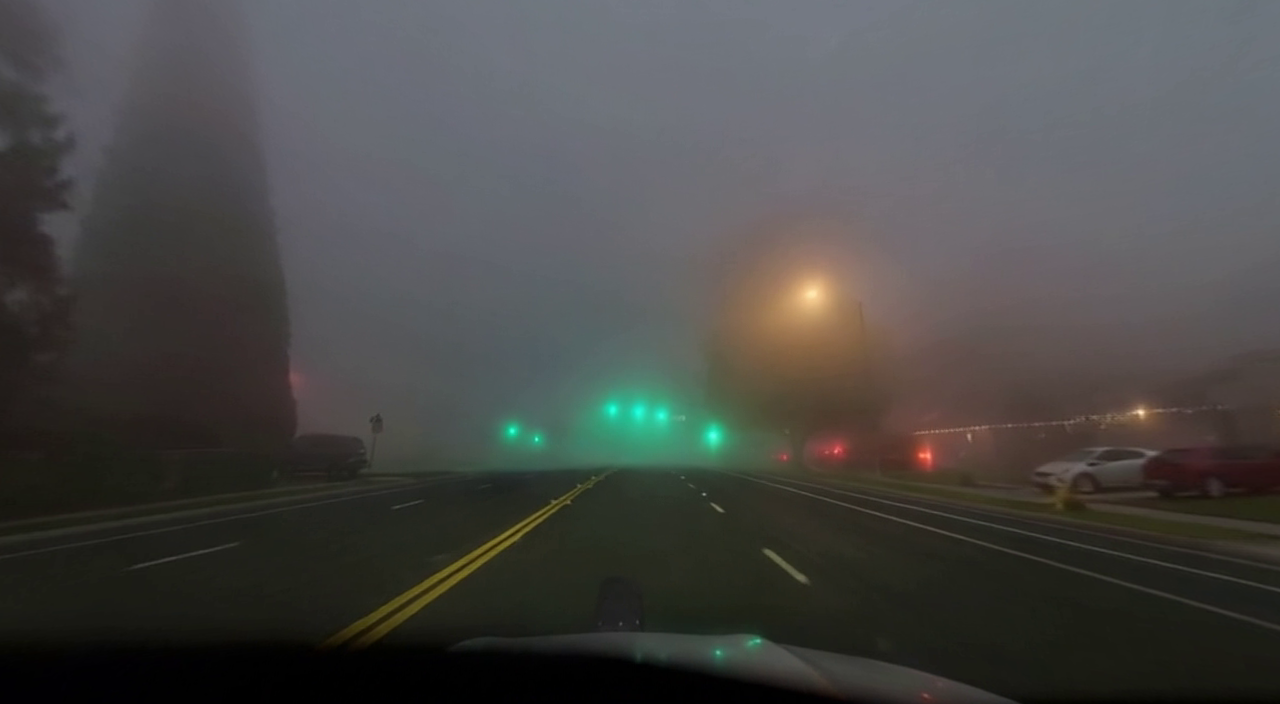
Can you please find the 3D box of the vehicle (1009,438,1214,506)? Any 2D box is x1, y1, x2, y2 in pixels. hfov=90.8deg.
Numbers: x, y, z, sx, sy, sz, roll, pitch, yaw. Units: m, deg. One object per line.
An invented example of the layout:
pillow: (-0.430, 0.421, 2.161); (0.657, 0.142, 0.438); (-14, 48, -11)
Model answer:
vehicle: (13.950, 3.541, 18.902); (4.466, 1.578, 1.968); (-4, -7, -1)

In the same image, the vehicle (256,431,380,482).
vehicle: (-15.653, 5.119, 31.321); (2.653, 2.232, 6.273); (0, -8, 2)

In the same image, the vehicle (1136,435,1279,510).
vehicle: (15.177, 2.889, 15.531); (4.234, 1.491, 1.940); (-3, -7, 0)

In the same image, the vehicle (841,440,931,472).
vehicle: (15.329, 6.508, 39.516); (4.739, 1.667, 1.998); (-3, -7, 0)
